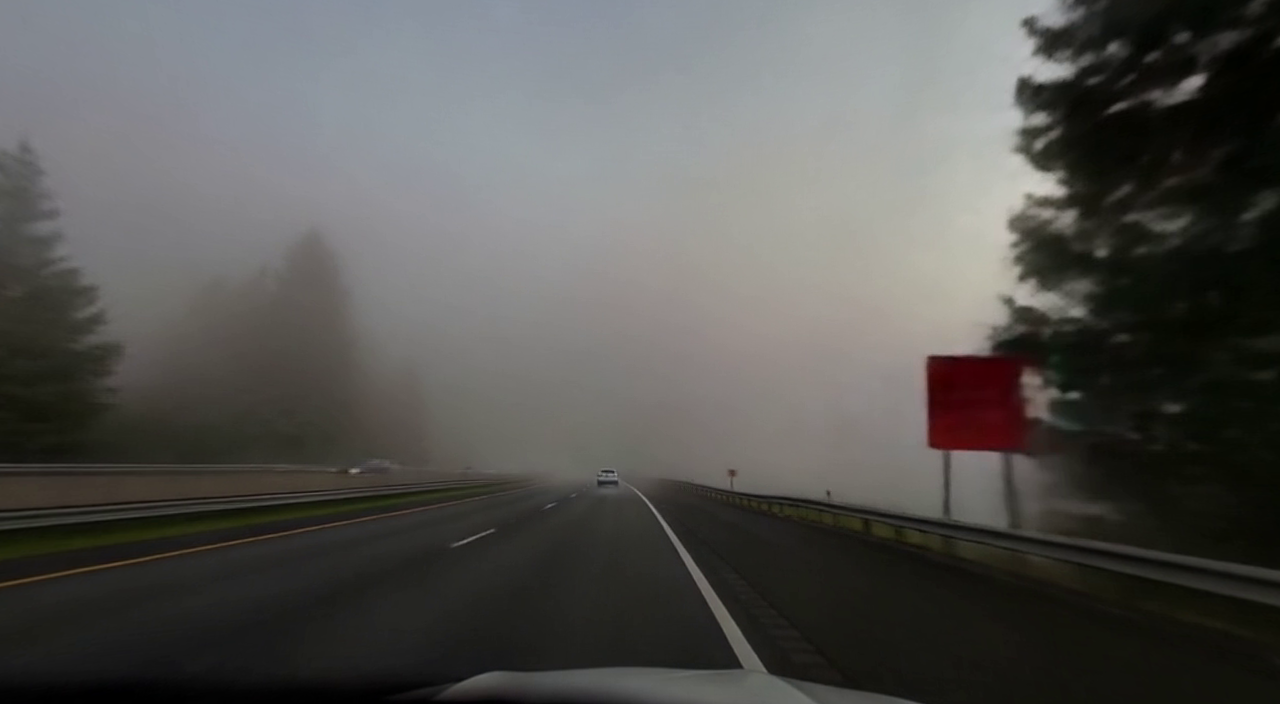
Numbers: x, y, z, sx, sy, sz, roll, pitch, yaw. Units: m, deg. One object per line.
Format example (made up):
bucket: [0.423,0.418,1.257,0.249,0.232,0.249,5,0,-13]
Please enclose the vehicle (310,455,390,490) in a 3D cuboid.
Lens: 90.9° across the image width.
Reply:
vehicle: [-14.338,6.018,31.485,1.931,1.540,4.465,1,-11,-1]
